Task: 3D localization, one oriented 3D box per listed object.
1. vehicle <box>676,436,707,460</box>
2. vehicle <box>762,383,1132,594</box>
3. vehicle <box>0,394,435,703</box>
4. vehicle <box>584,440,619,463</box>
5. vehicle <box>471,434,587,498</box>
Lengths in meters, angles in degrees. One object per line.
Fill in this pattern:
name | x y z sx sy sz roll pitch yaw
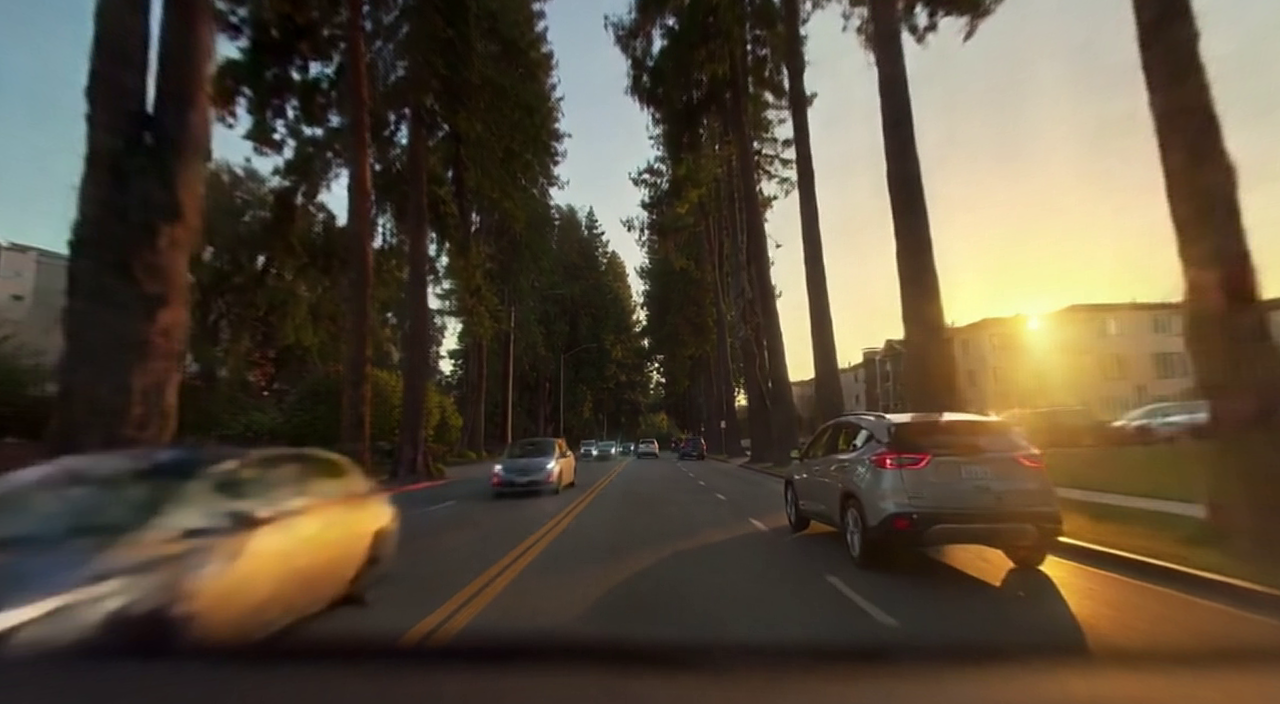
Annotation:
vehicle | 3.910 7.415 48.511 2.069 1.791 4.422 0 -8 0
vehicle | 3.267 1.600 8.272 2.219 1.881 5.104 0 -8 -1
vehicle | -2.851 1.110 3.672 1.941 1.409 3.975 0 -8 0
vehicle | -2.693 7.102 44.890 2.096 1.515 4.481 0 -8 2
vehicle | -2.818 3.035 17.186 2.182 1.486 4.809 0 -8 1
